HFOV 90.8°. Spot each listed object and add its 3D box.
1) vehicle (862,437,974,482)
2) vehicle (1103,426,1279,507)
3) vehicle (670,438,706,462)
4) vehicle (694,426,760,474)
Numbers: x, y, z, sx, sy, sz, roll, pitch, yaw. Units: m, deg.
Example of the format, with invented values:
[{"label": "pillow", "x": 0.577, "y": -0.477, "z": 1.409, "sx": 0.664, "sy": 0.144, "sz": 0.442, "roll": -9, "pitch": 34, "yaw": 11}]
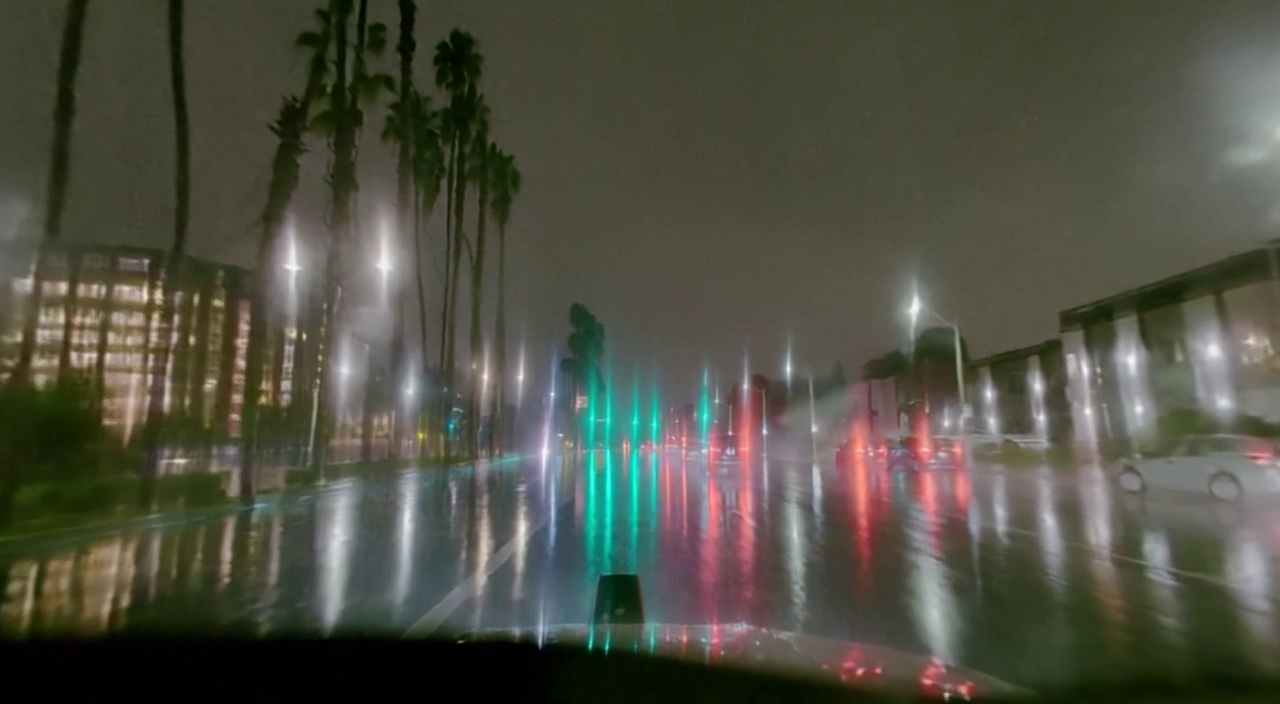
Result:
[{"label": "vehicle", "x": 9.991, "y": 3.899, "z": 23.124, "sx": 1.871, "sy": 1.465, "sz": 4.395, "roll": 0, "pitch": -9, "yaw": -3}, {"label": "vehicle", "x": 13.725, "y": 2.592, "z": 14.608, "sx": 2.009, "sy": 1.600, "sz": 4.960, "roll": 0, "pitch": -9, "yaw": -4}, {"label": "vehicle", "x": 3.205, "y": 6.684, "z": 43.001, "sx": 2.010, "sy": 1.509, "sz": 4.377, "roll": 0, "pitch": -9, "yaw": -2}, {"label": "vehicle", "x": 3.745, "y": 4.331, "z": 28.065, "sx": 2.104, "sy": 1.910, "sz": 4.693, "roll": 0, "pitch": -9, "yaw": -2}]
